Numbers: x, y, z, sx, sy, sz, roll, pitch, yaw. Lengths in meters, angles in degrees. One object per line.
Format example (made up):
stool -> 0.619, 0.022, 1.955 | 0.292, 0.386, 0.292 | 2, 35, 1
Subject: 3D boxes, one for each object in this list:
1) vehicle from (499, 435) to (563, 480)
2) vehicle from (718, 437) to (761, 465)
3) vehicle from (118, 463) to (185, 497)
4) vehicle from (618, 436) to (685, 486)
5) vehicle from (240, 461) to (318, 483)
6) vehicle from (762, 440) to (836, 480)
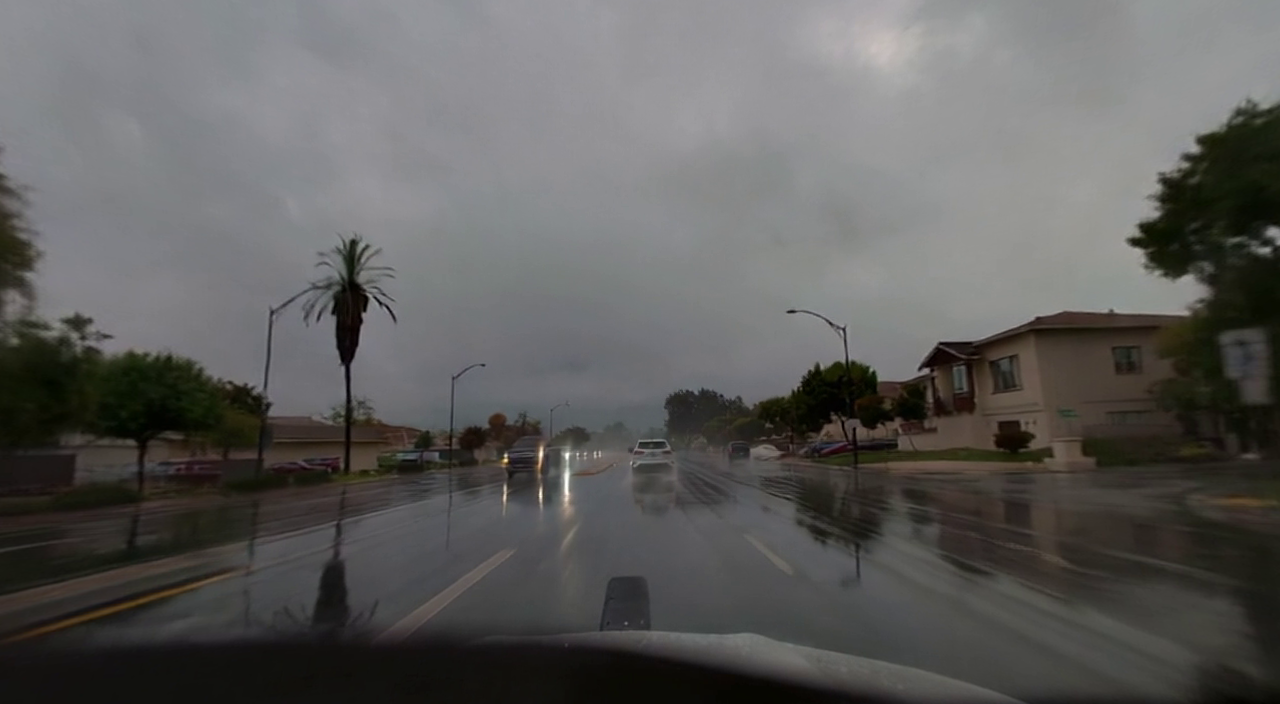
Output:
vehicle -> -5.125, 5.004, 30.229 | 2.193, 1.967, 4.600 | 0, -8, 0
vehicle -> 7.540, 7.581, 48.534 | 2.436, 2.010, 5.595 | 0, -8, 0
vehicle -> -25.619, 6.648, 32.989 | 4.694, 1.484, 1.893 | -8, -11, 42
vehicle -> 0.358, 4.011, 23.580 | 2.289, 1.679, 4.180 | 0, -8, -1
vehicle -> -26.290, 8.728, 45.953 | 4.548, 1.441, 1.946 | -1, -7, 2
vehicle -> 6.448, 4.419, 26.036 | 1.897, 1.477, 4.360 | 0, -8, 0
